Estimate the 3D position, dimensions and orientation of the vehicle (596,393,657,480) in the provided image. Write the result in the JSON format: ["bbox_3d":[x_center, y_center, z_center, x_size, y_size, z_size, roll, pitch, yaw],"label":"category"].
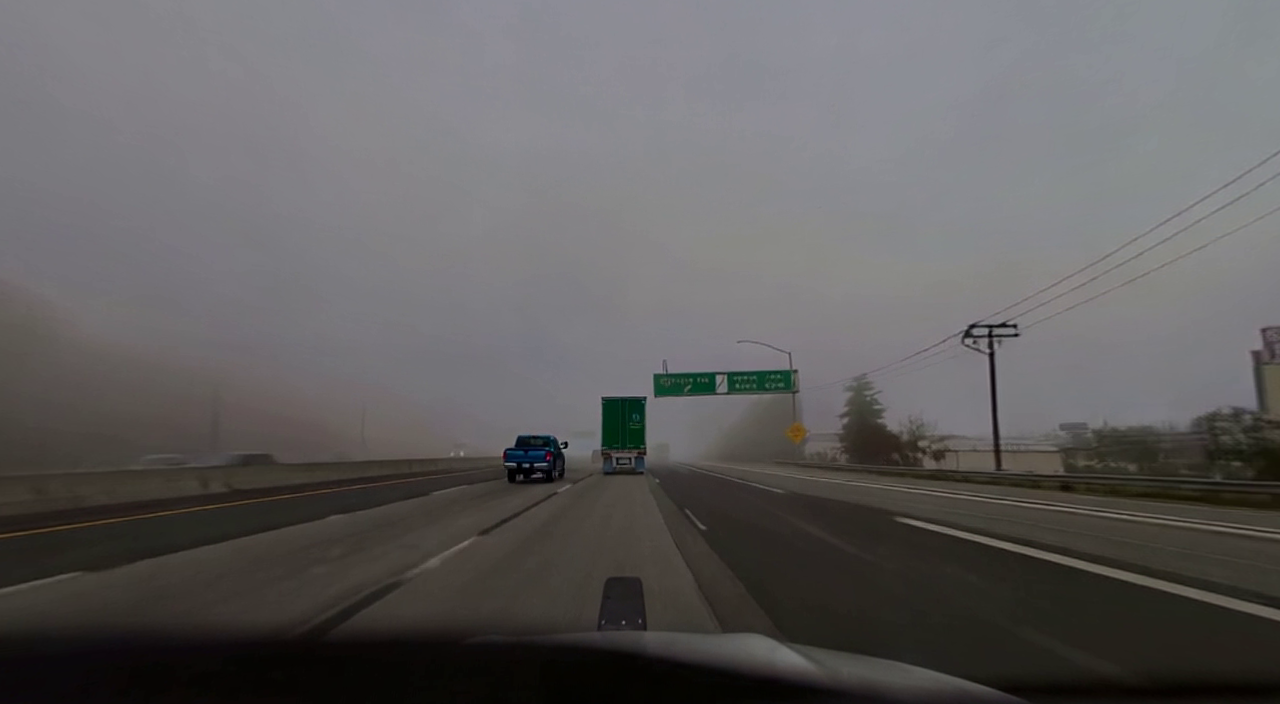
[{"bbox_3d":[-0.716,4.947,36.585,2.879,4.085,13.125,0,-8,-1],"label":"vehicle"}]

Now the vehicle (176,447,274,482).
[{"bbox_3d":[-19.166,5.170,29.373,1.833,1.455,4.093,0,-8,-1],"label":"vehicle"}]

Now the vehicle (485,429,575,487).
[{"bbox_3d":[-4.466,4.451,26.943,2.749,2.141,6.515,0,-8,-1],"label":"vehicle"}]
